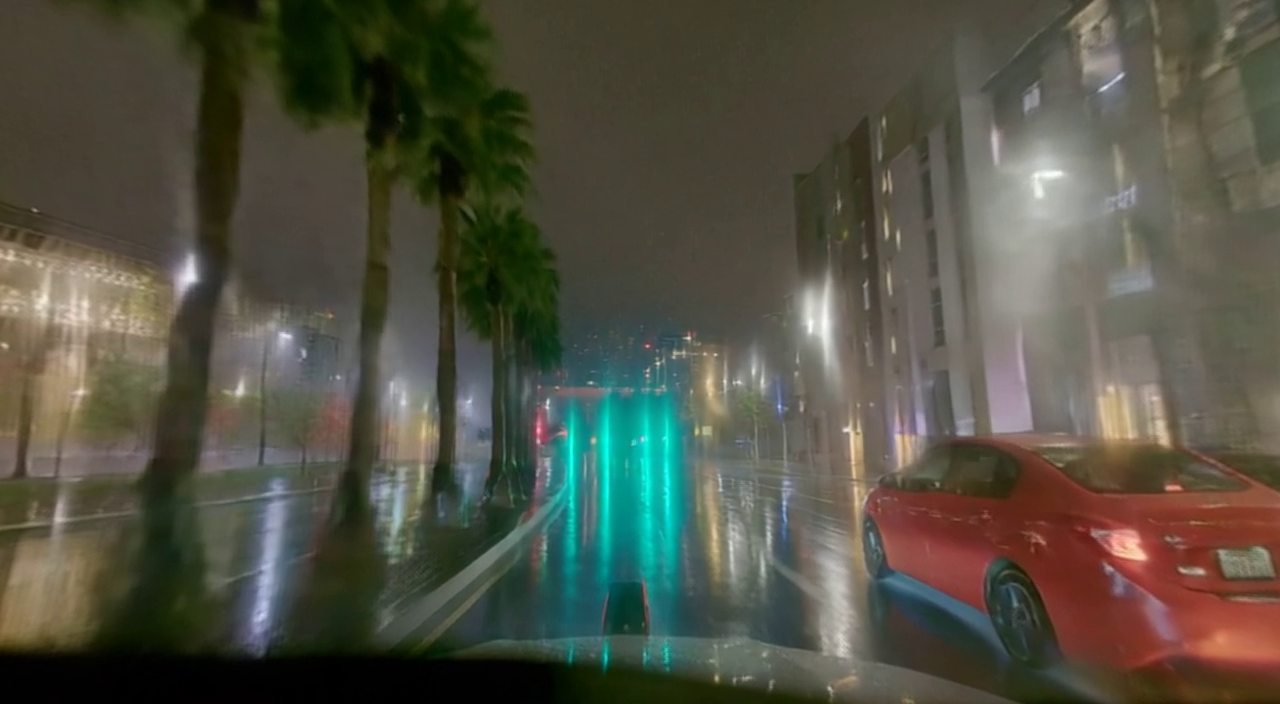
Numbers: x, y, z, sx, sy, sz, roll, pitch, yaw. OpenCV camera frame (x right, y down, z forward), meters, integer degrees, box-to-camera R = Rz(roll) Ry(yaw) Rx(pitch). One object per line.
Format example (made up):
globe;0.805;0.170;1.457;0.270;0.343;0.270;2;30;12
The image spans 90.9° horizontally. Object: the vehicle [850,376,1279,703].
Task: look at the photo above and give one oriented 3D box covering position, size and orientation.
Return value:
vehicle;3.113;1.158;4.178;1.867;1.554;4.301;0;-8;-1
